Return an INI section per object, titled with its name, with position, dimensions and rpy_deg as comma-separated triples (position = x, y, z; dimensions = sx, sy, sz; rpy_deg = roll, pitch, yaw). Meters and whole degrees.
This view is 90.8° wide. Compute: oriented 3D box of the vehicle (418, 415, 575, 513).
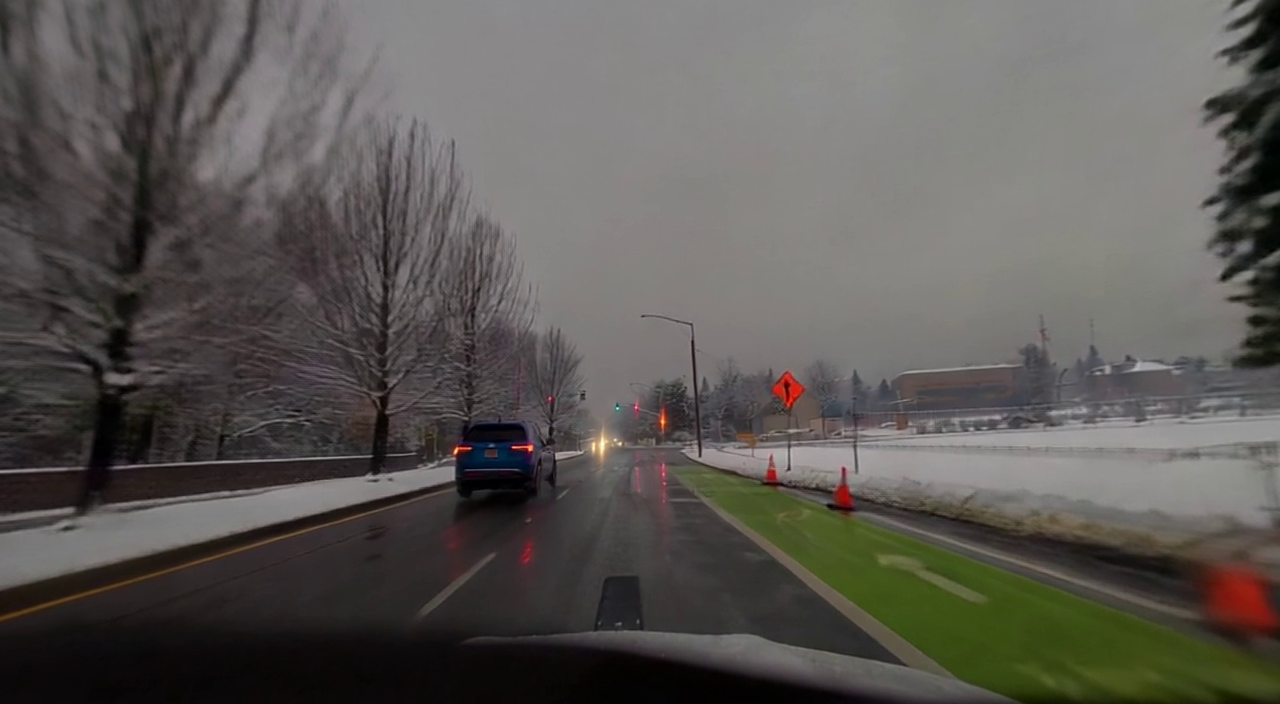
[vehicle]
position = -2.902, 2.419, 14.064
dimensions = 2.339, 1.790, 4.629
rpy_deg = -1, -8, 1
